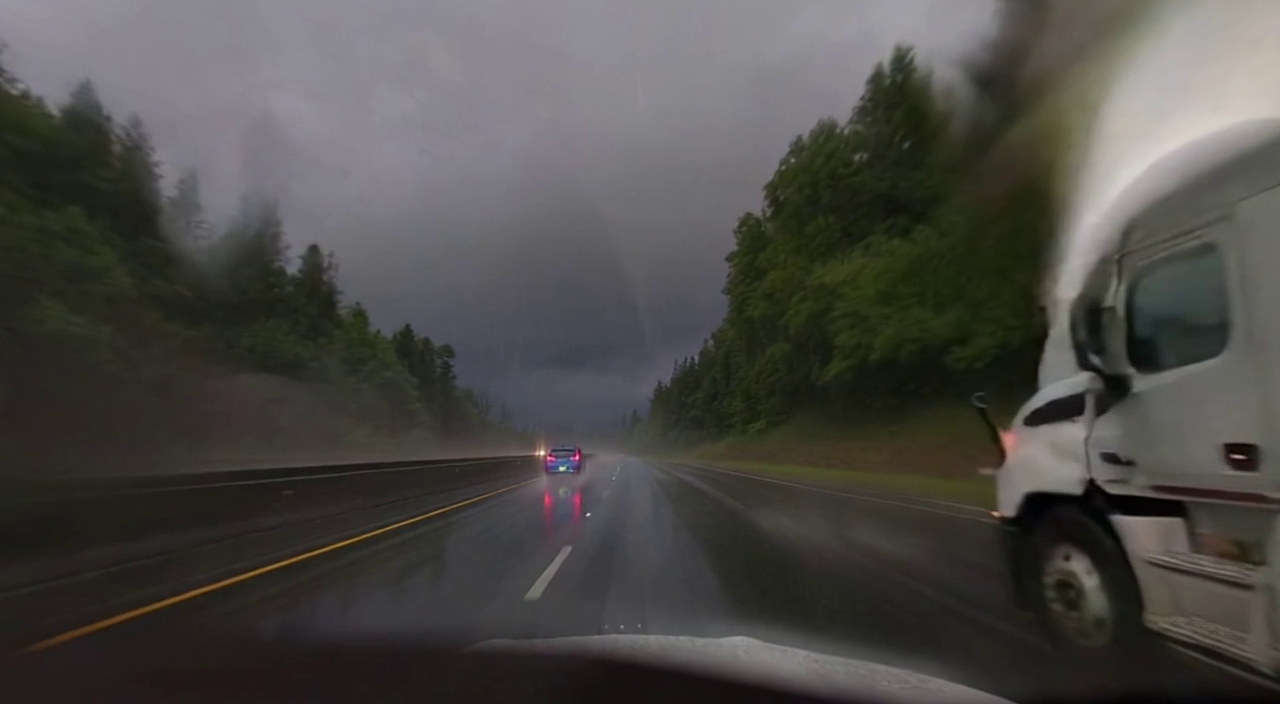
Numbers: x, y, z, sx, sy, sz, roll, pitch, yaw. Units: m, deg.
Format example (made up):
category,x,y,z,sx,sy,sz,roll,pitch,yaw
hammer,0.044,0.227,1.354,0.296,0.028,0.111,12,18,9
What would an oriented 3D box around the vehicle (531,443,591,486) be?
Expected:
category,x,y,z,sx,sy,sz,roll,pitch,yaw
vehicle,-3.307,4.828,27.318,2.115,1.670,4.261,0,-9,-1
